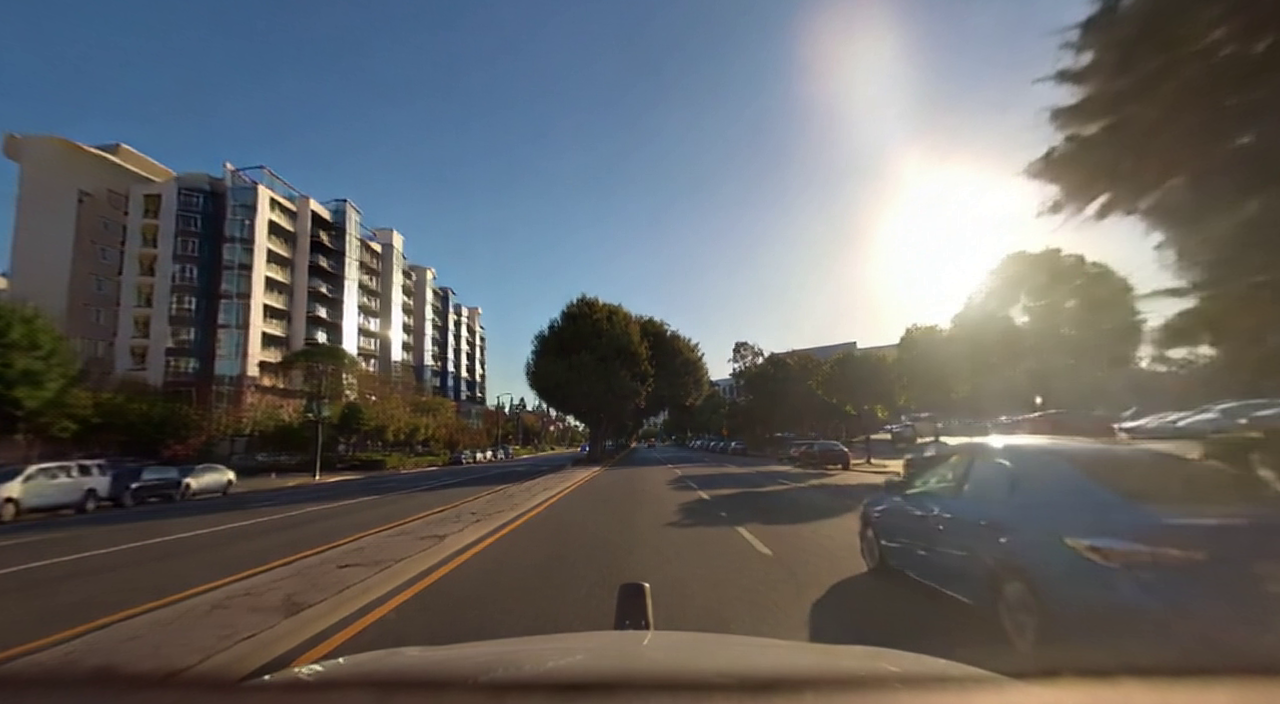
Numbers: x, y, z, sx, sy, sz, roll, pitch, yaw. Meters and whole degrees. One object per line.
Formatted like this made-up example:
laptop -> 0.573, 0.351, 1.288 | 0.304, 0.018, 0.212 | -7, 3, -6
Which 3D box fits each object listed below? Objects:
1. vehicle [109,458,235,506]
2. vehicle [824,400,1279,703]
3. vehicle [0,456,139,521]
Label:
vehicle -> -18.602, 5.145, 25.339 | 1.828, 1.457, 4.292 | -3, -7, 0
vehicle -> 3.057, 1.211, 4.455 | 2.141, 1.443, 4.499 | 0, -8, 0
vehicle -> -18.719, 4.194, 19.931 | 1.993, 1.686, 4.698 | 0, -8, -2
